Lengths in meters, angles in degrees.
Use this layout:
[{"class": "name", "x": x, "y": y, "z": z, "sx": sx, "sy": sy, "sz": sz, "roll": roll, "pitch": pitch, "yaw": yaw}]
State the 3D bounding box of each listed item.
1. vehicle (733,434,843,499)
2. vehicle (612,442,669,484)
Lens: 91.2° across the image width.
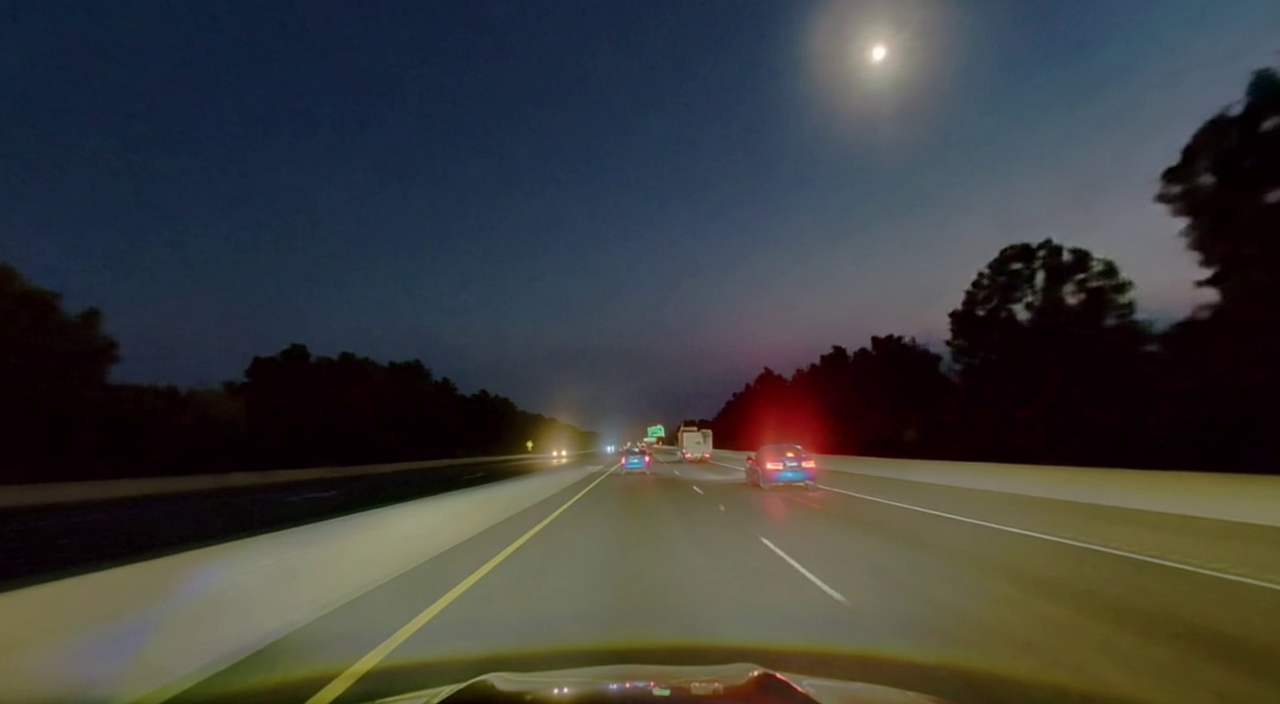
[{"class": "vehicle", "x": 3.905, "y": 3.103, "z": 17.328, "sx": 1.953, "sy": 1.540, "sz": 4.101, "roll": 0, "pitch": -9, "yaw": -1}, {"class": "vehicle", "x": -0.004, "y": 4.383, "z": 25.013, "sx": 2.066, "sy": 1.490, "sz": 3.759, "roll": -1, "pitch": -9, "yaw": 0}]
